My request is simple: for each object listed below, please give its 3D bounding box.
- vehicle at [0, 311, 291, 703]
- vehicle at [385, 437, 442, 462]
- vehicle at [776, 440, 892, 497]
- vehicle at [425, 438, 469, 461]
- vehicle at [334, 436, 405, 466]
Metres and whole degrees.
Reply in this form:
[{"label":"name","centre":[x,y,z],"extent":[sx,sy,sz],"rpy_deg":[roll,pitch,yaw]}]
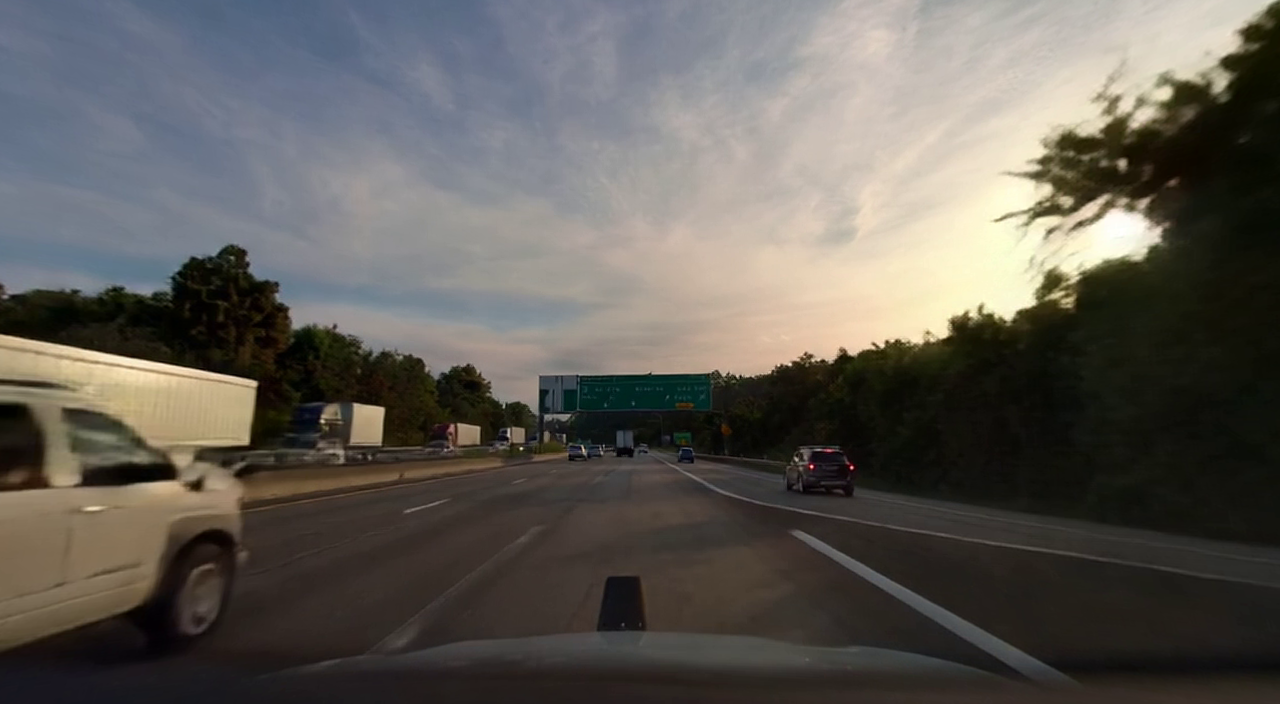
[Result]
[{"label":"vehicle","centre":[-3.933,0.736,2.377],"extent":[2.220,1.928,5.176],"rpy_deg":[0,-9,0]},{"label":"vehicle","centre":[-14.227,6.190,39.811],"extent":[1.967,1.454,4.432],"rpy_deg":[0,-9,0]},{"label":"vehicle","centre":[6.538,3.977,21.809],"extent":[2.080,1.725,4.252],"rpy_deg":[1,-9,-9]},{"label":"vehicle","centre":[-14.458,7.358,47.384],"extent":[1.874,1.513,4.268],"rpy_deg":[2,-10,0]},{"label":"vehicle","centre":[-14.192,5.263,33.364],"extent":[1.879,1.444,4.337],"rpy_deg":[0,-9,-1]}]
